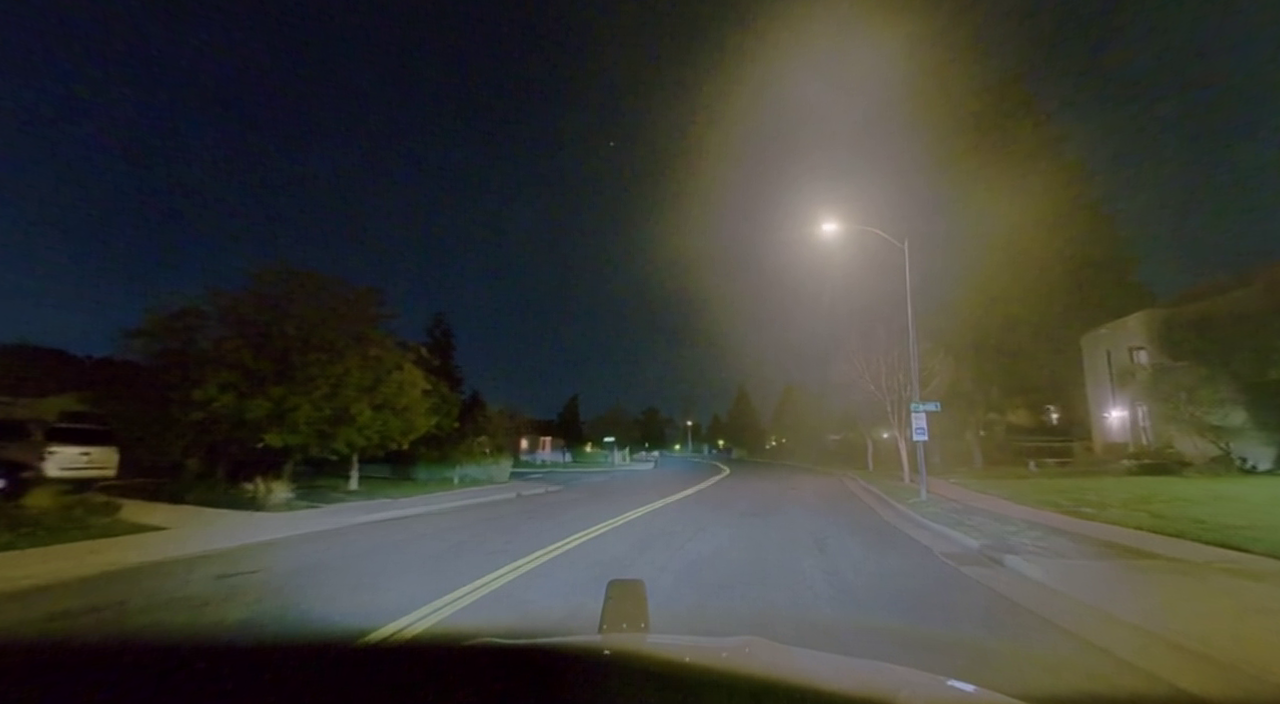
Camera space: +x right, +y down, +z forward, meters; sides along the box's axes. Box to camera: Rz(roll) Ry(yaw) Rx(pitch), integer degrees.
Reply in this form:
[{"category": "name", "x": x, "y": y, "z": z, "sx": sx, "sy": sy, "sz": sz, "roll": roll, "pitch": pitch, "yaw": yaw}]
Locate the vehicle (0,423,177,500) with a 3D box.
[{"category": "vehicle", "x": -15.533, "y": 2.878, "z": 16.868, "sx": 4.410, "sy": 1.710, "sz": 2.065, "roll": 5, "pitch": -9, "yaw": -6}]
